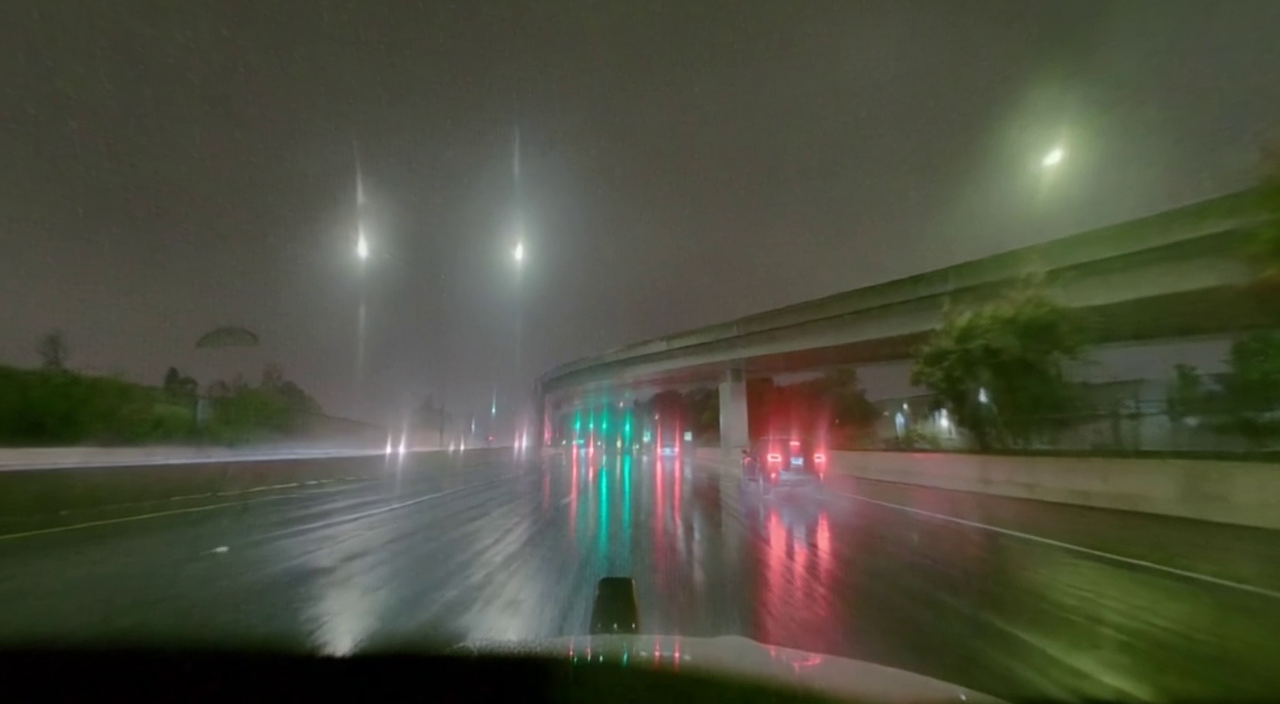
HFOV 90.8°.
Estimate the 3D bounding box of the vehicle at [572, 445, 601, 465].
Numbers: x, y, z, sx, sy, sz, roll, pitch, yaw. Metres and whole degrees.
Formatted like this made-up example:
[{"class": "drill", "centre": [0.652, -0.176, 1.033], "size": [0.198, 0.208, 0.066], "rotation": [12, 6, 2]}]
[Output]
[{"class": "vehicle", "centre": [-4.152, 8.125, 49.983], "size": [2.037, 1.514, 4.335], "rotation": [0, -9, -1]}]
